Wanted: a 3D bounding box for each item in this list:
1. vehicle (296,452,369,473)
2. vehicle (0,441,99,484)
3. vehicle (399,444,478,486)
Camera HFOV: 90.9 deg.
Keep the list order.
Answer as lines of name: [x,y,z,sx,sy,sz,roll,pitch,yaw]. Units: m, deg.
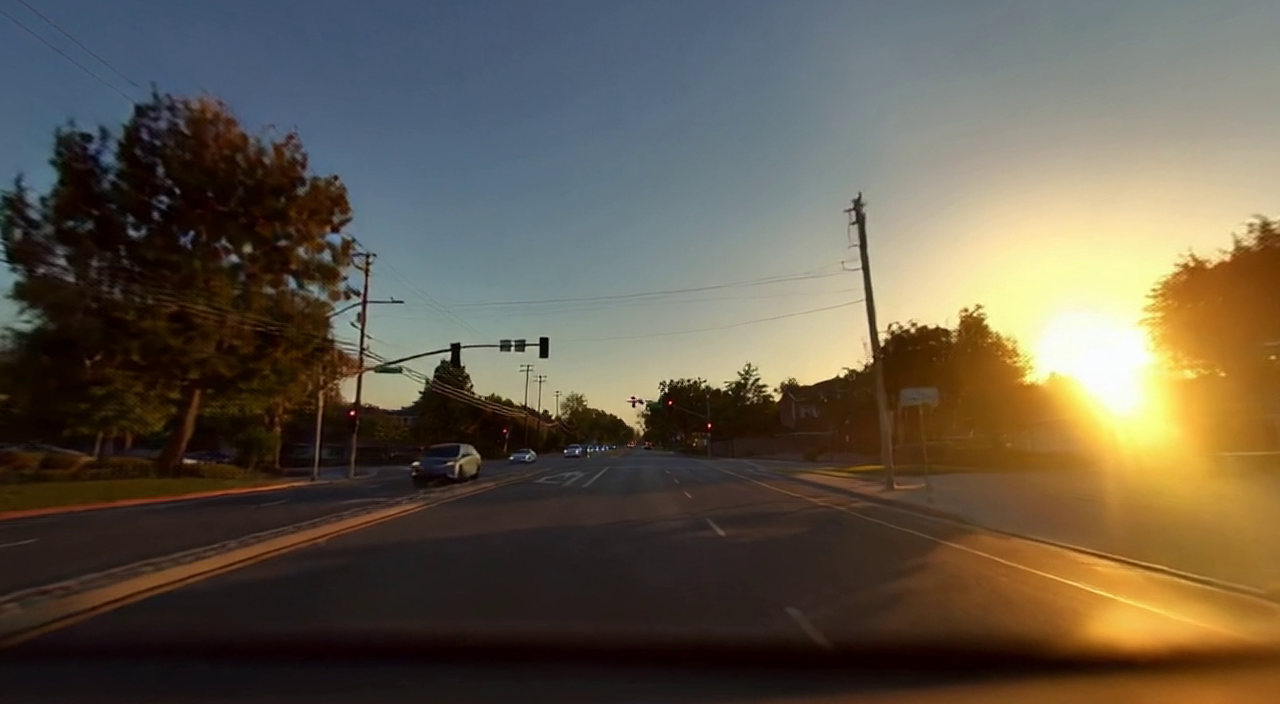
vehicle: [-22.708,8.151,46.490,5.038,1.435,2.074,-4,-10,26]
vehicle: [-23.500,4.172,23.926,4.116,1.548,1.923,0,-9,1]
vehicle: [-8.723,4.897,27.665,1.986,1.665,4.284,0,-9,1]
